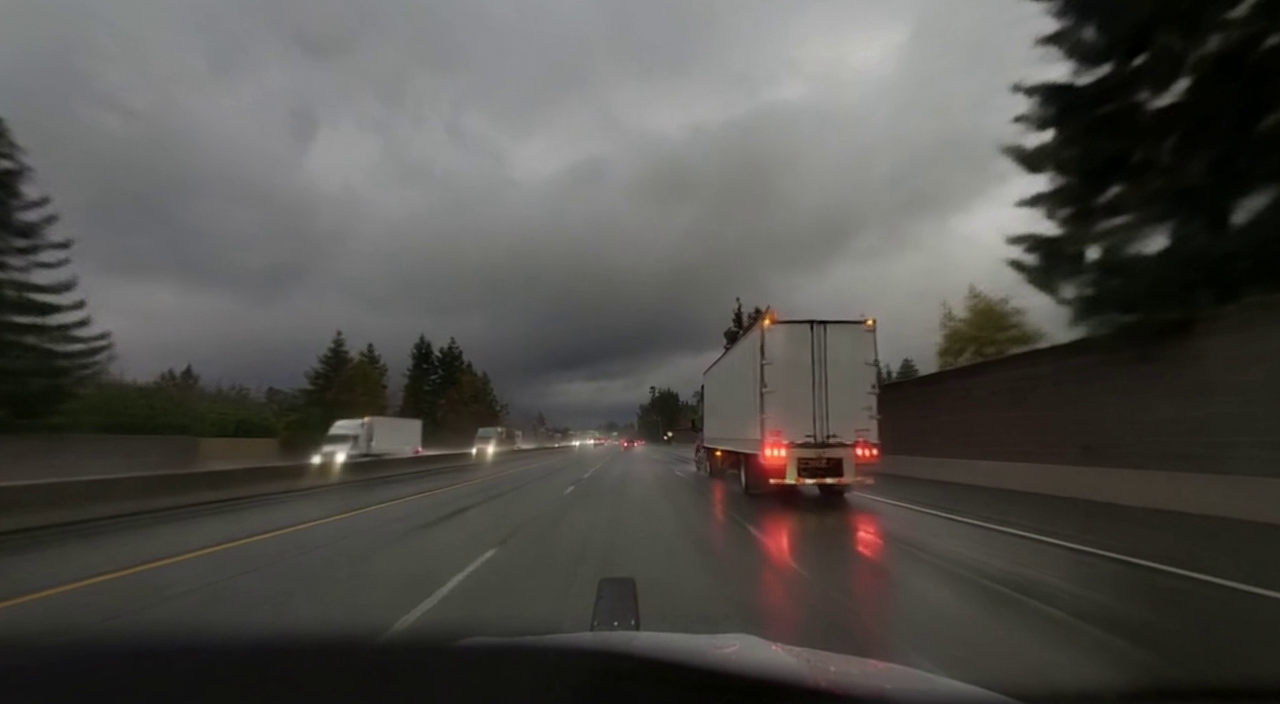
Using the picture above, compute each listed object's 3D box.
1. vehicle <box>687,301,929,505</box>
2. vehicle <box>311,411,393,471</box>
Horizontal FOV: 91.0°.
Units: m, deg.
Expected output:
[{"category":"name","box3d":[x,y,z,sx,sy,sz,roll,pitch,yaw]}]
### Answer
[{"category":"vehicle","box3d":[3.996,1.993,20.173,3.489,4.211,14.193,0,-8,-1]},{"category":"vehicle","box3d":[-19.982,6.223,44.113,2.912,3.859,6.032,-1,-8,-1]}]
